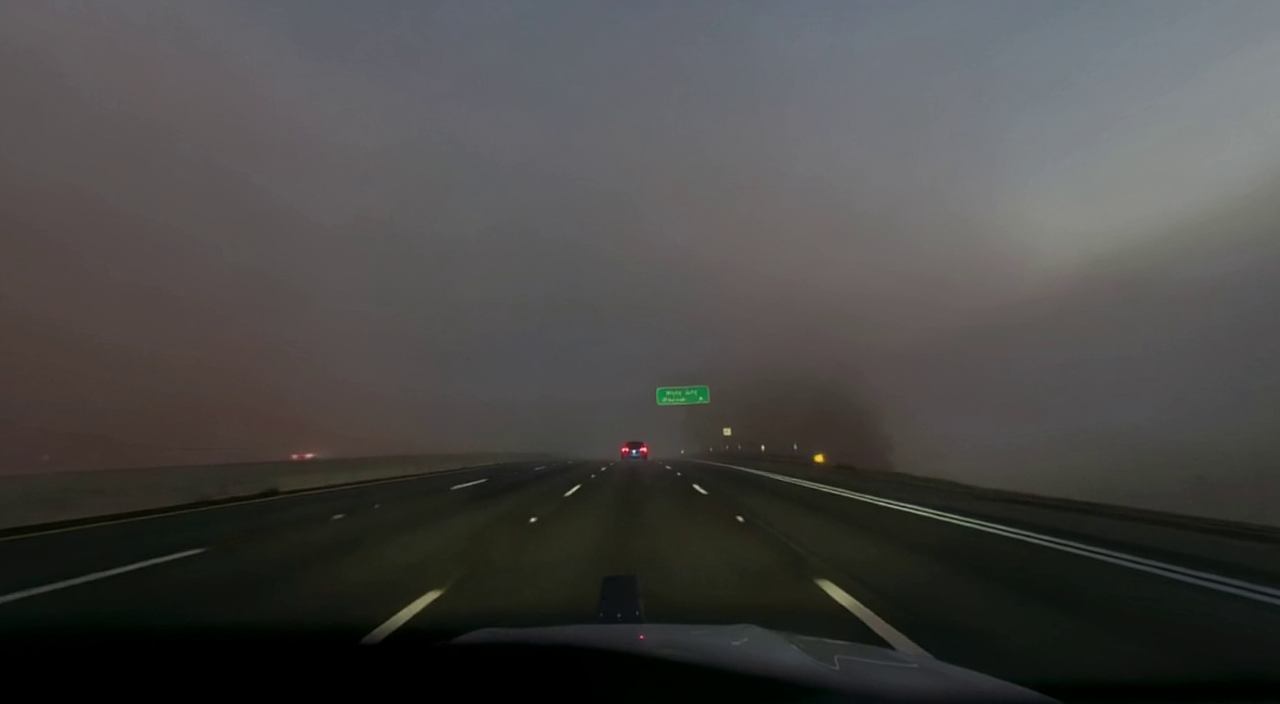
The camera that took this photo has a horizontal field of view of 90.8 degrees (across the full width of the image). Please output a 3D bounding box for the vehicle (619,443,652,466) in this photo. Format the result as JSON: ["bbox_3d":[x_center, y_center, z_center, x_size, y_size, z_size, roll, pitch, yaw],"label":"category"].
[{"bbox_3d":[-0.331,6.886,42.621,2.080,1.468,3.884,0,-8,-1],"label":"vehicle"}]
